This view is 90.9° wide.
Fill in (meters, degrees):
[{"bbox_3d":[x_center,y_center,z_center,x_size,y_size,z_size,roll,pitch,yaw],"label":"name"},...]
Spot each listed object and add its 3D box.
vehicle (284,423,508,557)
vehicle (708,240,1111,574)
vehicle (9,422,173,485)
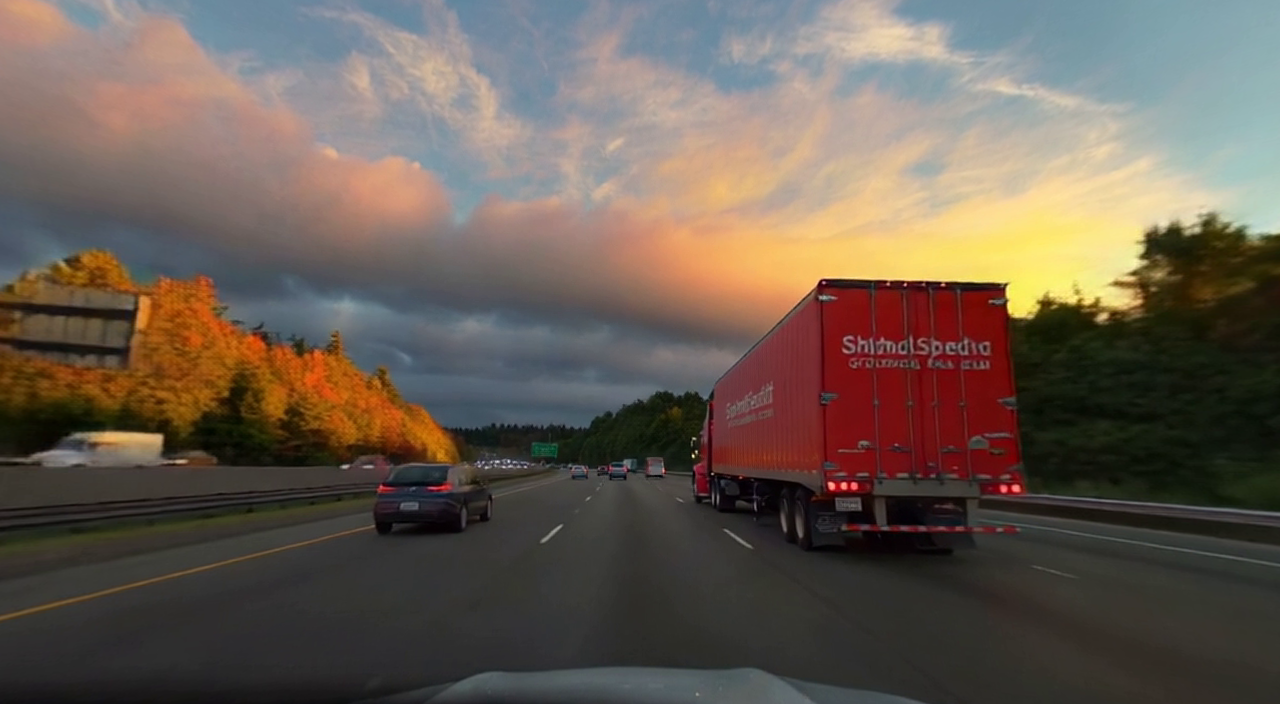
[{"bbox_3d":[-3.811,2.307,10.969,2.070,1.775,4.646,1,-10,-1],"label":"vehicle"},{"bbox_3d":[4.149,1.876,15.070,2.992,4.300,13.967,1,-10,-2],"label":"vehicle"},{"bbox_3d":[-23.898,4.538,27.823,2.254,2.445,5.374,1,-10,0],"label":"vehicle"}]
